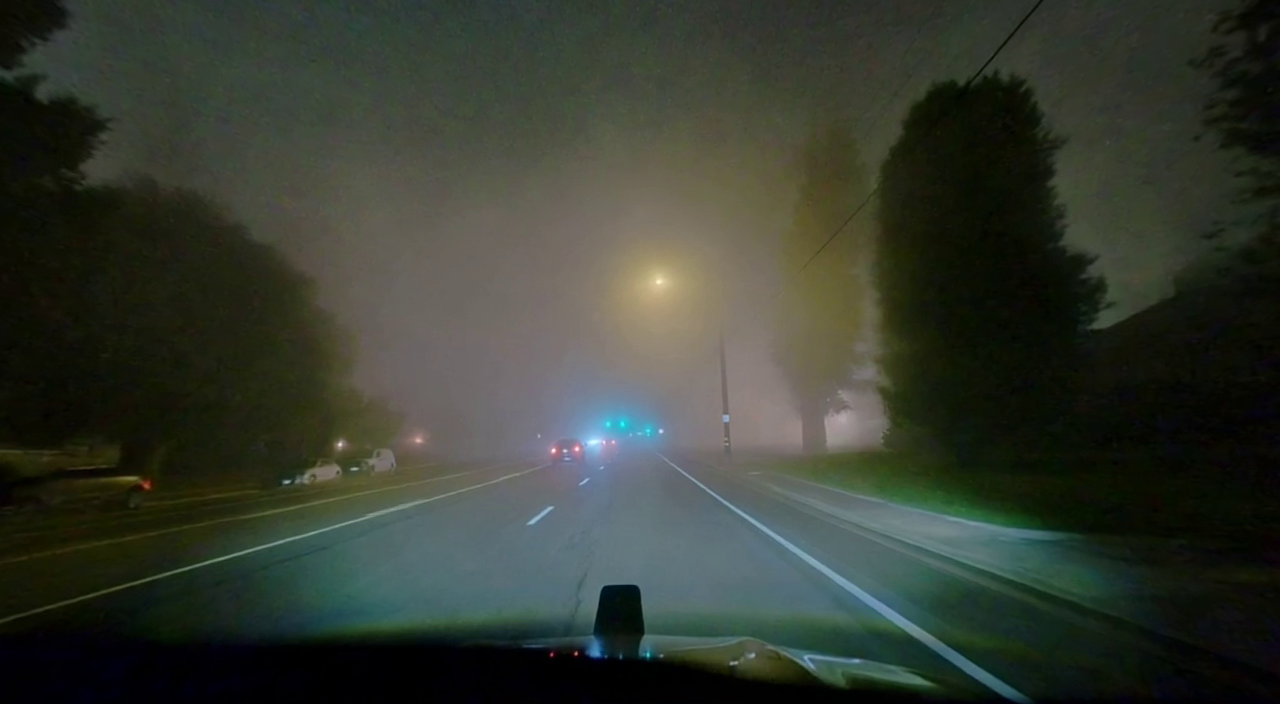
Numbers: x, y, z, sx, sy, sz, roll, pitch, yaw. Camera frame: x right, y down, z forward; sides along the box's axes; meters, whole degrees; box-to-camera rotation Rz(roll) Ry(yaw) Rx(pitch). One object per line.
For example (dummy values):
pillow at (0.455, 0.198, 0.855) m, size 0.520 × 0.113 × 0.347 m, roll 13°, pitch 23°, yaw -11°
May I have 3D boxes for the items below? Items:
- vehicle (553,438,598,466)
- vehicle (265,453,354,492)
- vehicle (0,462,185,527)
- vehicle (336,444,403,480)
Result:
vehicle at (-3.515, 5.534, 35.110) m, size 2.030 × 1.467 × 4.251 m, roll 0°, pitch -8°, yaw 0°
vehicle at (-15.575, 5.647, 30.042) m, size 1.901 × 1.454 × 4.249 m, roll -3°, pitch -7°, yaw 1°
vehicle at (-15.696, 3.973, 18.123) m, size 1.927 × 1.479 × 4.543 m, roll 0°, pitch -8°, yaw -1°
vehicle at (-15.785, 6.383, 37.152) m, size 2.050 × 1.784 × 4.577 m, roll -3°, pitch -7°, yaw -1°
